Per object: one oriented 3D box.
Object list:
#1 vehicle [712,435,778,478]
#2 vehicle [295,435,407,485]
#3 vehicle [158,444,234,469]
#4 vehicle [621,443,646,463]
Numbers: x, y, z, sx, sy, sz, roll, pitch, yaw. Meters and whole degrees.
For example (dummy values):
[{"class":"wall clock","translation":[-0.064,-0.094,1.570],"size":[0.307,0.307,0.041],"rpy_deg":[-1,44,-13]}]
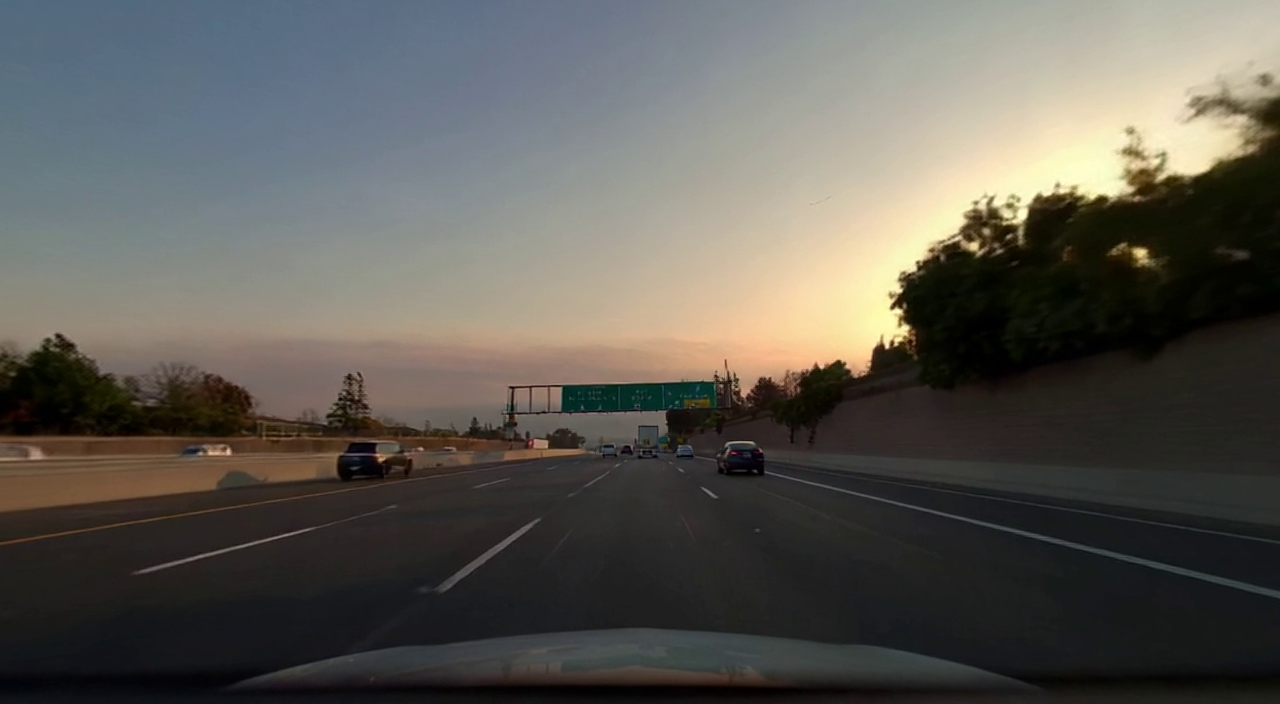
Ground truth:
[{"class":"vehicle","translation":[4.327,4.374,26.501],"size":[2.046,1.655,4.143],"rpy_deg":[0,-8,0]},{"class":"vehicle","translation":[-10.828,4.076,24.014],"size":[1.998,1.712,4.671],"rpy_deg":[0,-8,1]},{"class":"vehicle","translation":[-28.755,6.749,40.783],"size":[2.077,1.562,3.838],"rpy_deg":[0,-8,1]},{"class":"vehicle","translation":[-0.544,7.994,49.828],"size":[1.946,1.493,4.083],"rpy_deg":[0,-8,-1]}]
